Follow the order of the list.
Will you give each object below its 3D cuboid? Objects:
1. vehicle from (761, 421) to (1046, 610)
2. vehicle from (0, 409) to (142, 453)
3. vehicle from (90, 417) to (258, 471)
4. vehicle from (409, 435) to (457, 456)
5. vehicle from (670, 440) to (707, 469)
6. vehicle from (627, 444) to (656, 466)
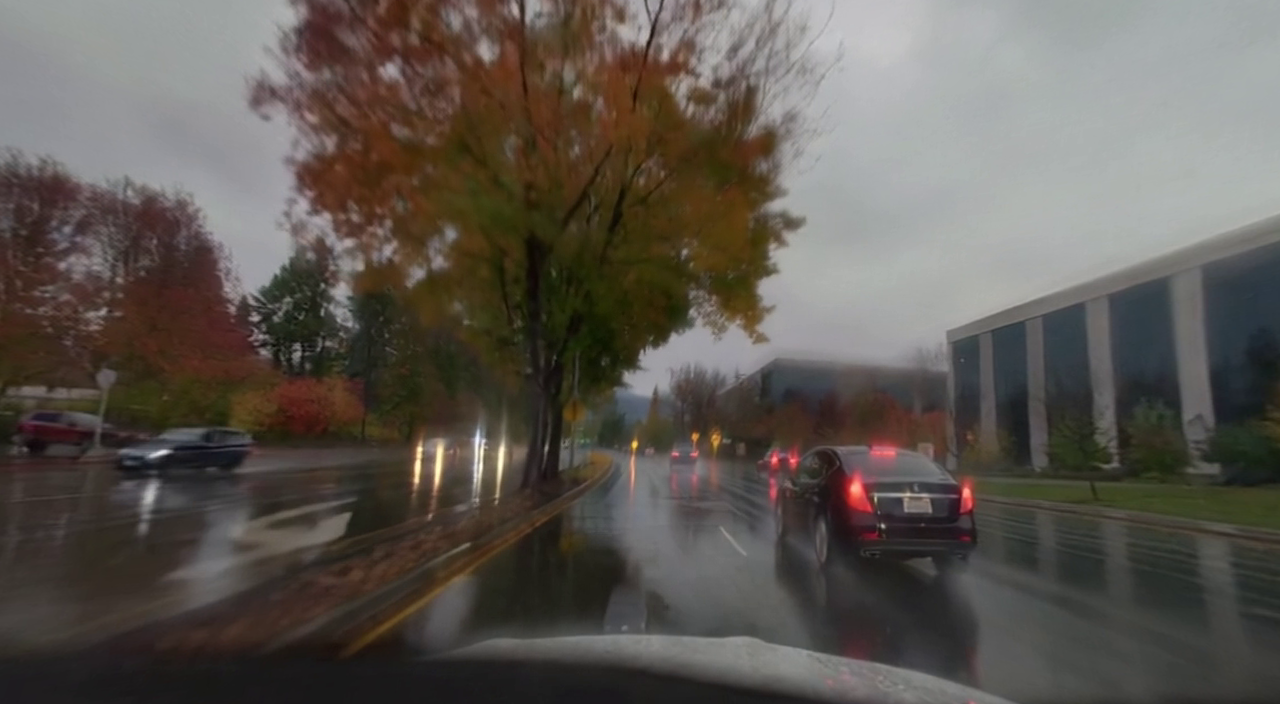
[{"bbox_3d":[2.872,1.820,7.911,1.901,1.634,3.896,4,-8,0],"label":"vehicle"},{"bbox_3d":[-26.952,3.683,29.122,6.055,1.910,2.113,0,-8,1],"label":"vehicle"},{"bbox_3d":[-15.265,3.073,21.090,2.029,1.588,4.654,0,-8,0],"label":"vehicle"},{"bbox_3d":[-15.448,7.003,47.285,1.985,1.479,4.657,0,-8,0],"label":"vehicle"},{"bbox_3d":[3.542,7.548,46.670,2.154,1.844,4.634,4,-8,0],"label":"vehicle"},{"bbox_3d":[0.085,7.290,44.624,1.991,1.477,3.814,0,-8,-1],"label":"vehicle"}]
